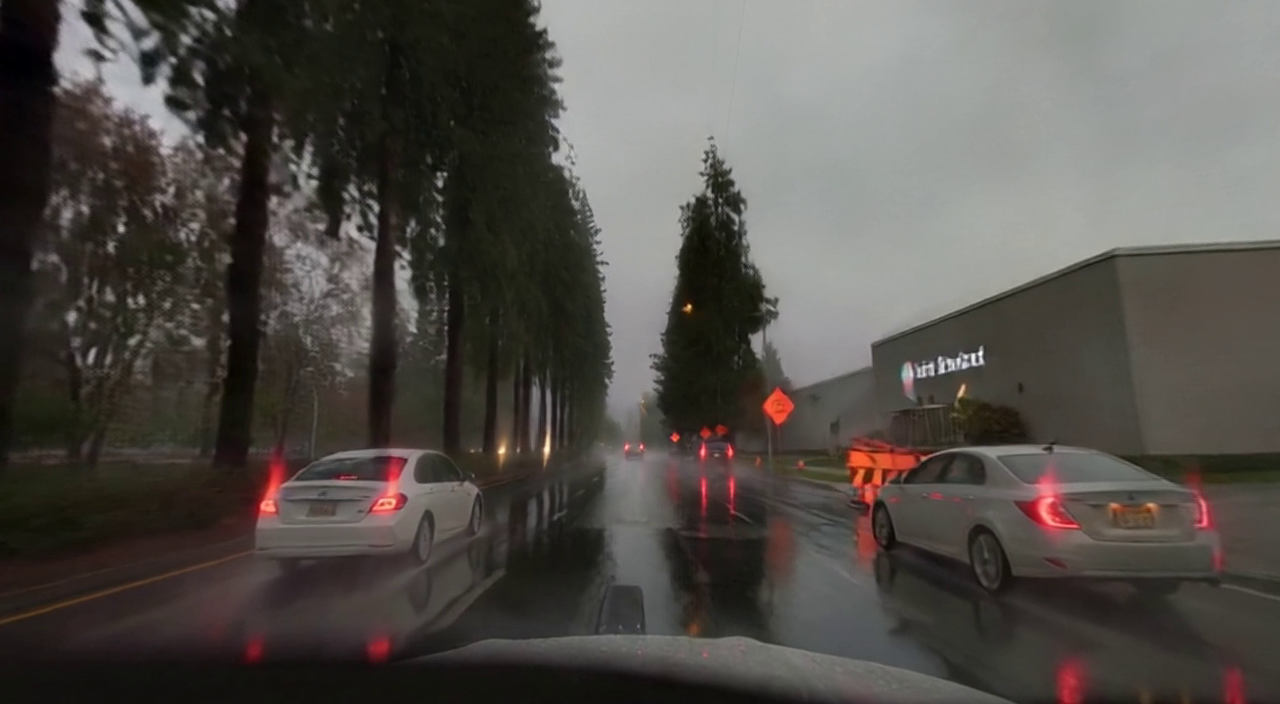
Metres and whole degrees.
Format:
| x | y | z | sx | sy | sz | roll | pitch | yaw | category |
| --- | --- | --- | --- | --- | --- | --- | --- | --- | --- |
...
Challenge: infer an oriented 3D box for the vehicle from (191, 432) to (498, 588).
| x | y | z | sx | sy | sz | roll | pitch | yaw | category |
| --- | --- | --- | --- | --- | --- | --- | --- | --- | --- |
| -3.321 | 1.839 | 8.201 | 2.020 | 1.474 | 4.098 | 0 | -9 | -1 | vehicle |

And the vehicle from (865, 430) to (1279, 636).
| x | y | z | sx | sy | sz | roll | pitch | yaw | category |
| --- | --- | --- | --- | --- | --- | --- | --- | --- | --- |
| 4.011 | 1.624 | 6.605 | 1.827 | 1.491 | 3.743 | 0 | -9 | -1 | vehicle |

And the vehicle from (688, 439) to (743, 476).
| x | y | z | sx | sy | sz | roll | pitch | yaw | category |
| --- | --- | --- | --- | --- | --- | --- | --- | --- | --- |
| 3.901 | 5.556 | 33.471 | 2.159 | 1.793 | 4.735 | 0 | -9 | -2 | vehicle |
